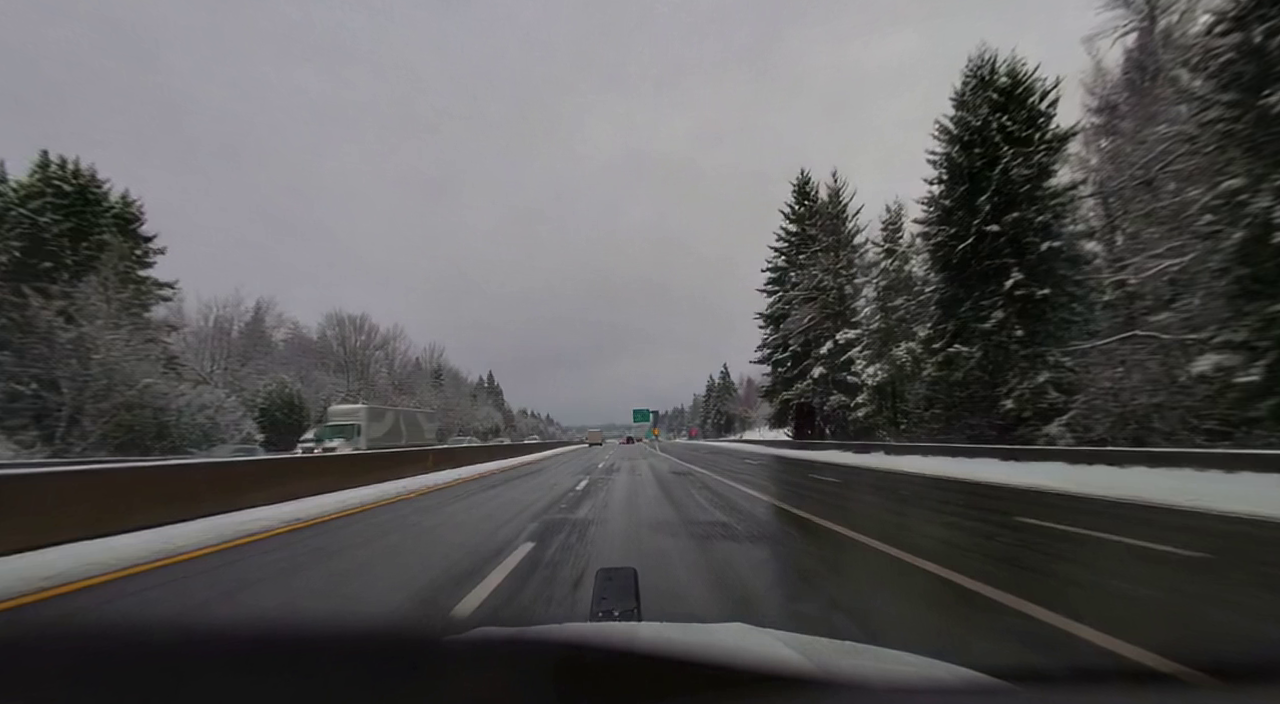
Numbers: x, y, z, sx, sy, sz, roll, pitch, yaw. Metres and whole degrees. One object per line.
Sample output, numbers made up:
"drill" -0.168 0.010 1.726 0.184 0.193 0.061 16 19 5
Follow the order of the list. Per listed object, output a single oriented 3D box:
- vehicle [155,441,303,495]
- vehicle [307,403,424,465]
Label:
"vehicle" -12.170 3.408 19.029 1.807 1.416 4.076 0 -8 -2
"vehicle" -17.761 5.508 42.082 2.975 3.541 11.755 0 -8 -2
